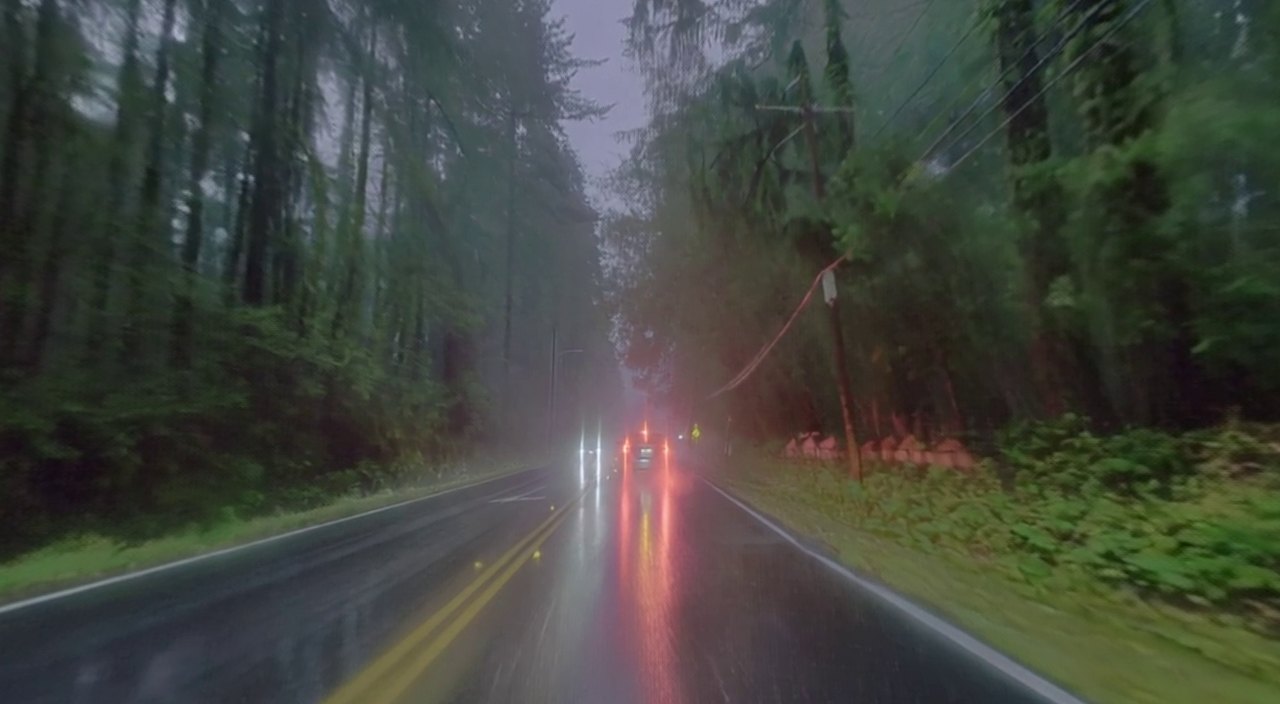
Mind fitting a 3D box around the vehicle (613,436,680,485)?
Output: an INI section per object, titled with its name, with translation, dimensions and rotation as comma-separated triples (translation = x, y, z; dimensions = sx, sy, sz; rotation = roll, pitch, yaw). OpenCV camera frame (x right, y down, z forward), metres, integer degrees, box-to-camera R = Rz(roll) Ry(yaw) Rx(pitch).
[vehicle]
translation = 0.189, 3.672, 21.627
dimensions = 2.081, 1.503, 3.726
rotation = 0, -8, -1
